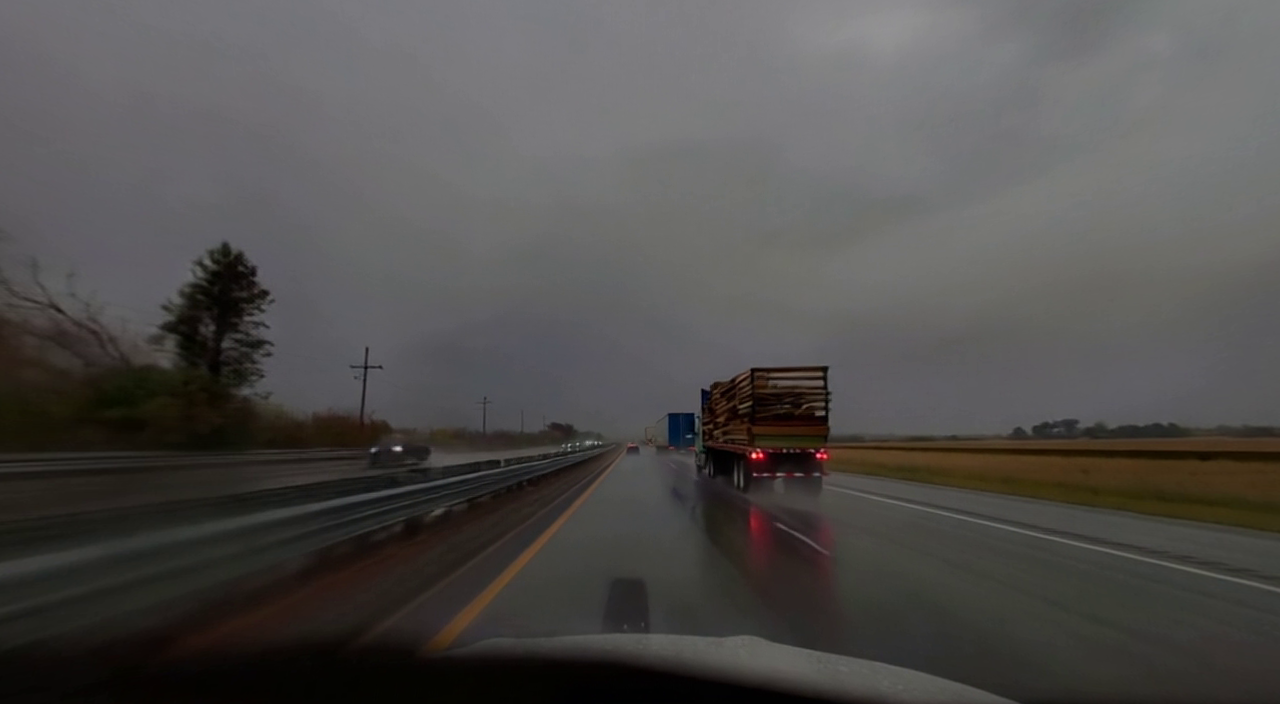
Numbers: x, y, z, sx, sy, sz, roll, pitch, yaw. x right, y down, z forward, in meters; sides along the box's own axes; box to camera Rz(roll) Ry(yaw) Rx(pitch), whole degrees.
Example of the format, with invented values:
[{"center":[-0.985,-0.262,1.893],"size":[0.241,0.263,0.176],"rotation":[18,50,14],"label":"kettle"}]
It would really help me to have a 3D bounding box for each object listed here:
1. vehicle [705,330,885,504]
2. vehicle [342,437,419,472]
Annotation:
[{"center":[4.330,2.446,21.634],"size":[3.024,4.065,13.796],"rotation":[-1,-8,2],"label":"vehicle"},{"center":[-11.973,4.747,29.276],"size":[1.852,1.497,3.992],"rotation":[0,-8,1],"label":"vehicle"}]
